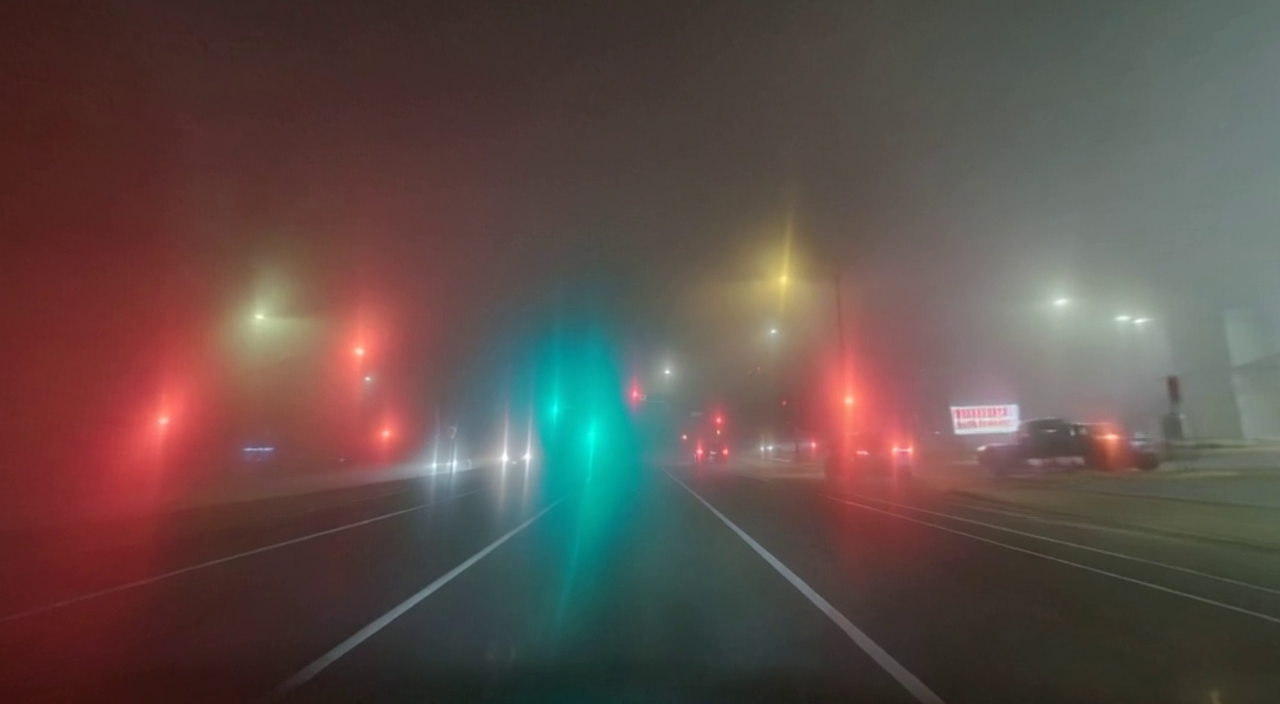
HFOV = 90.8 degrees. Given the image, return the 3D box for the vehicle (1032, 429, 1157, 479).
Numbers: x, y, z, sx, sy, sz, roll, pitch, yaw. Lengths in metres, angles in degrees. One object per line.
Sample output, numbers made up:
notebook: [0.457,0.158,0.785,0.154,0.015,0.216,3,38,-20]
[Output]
vehicle: [14.950,3.330,20.786,3.552,1.484,1.883,4,-9,-29]

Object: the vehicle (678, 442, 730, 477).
vehicle: [3.025,5.166,30.625,1.961,1.580,4.020,0,-8,-2]

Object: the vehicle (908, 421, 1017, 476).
vehicle: [13.370,3.945,26.049,5.115,1.997,2.279,6,-13,-44]

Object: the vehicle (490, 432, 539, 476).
vehicle: [-6.415,5.239,32.795,2.270,2.068,5.517,1,-9,-9]

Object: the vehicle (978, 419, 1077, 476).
vehicle: [14.798,3.562,24.010,2.067,1.818,4.779,-12,-12,42]
